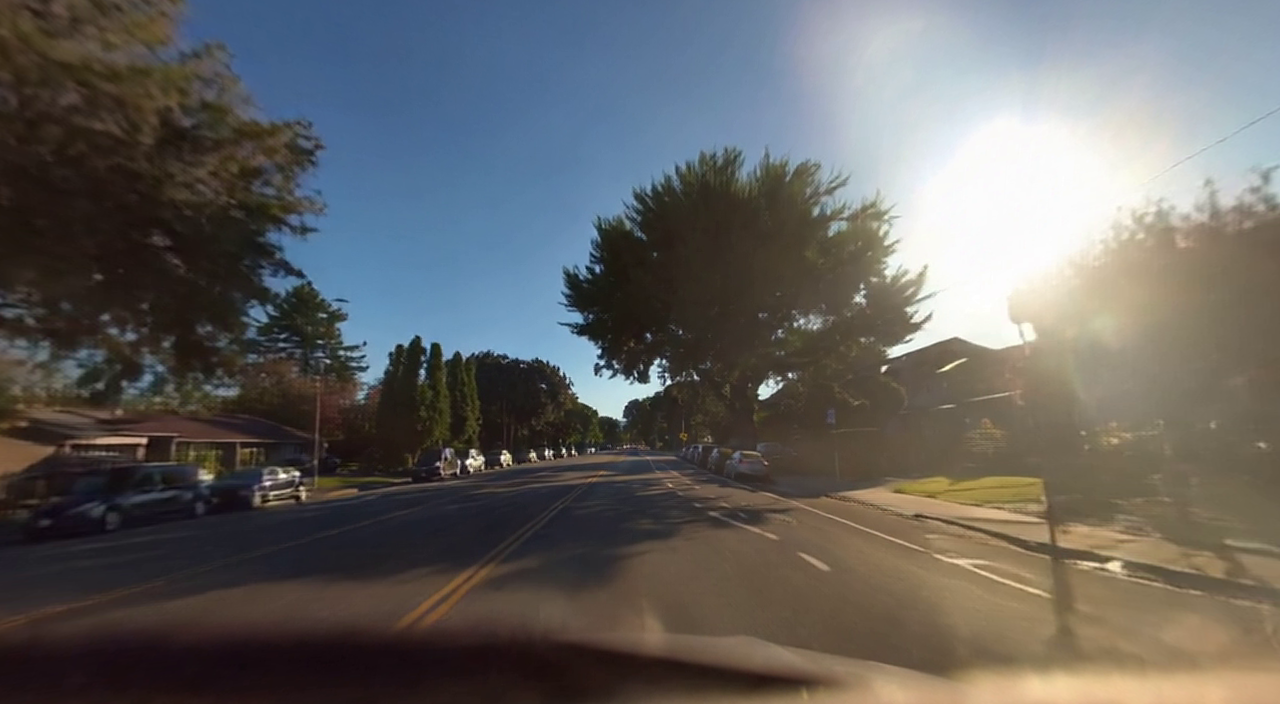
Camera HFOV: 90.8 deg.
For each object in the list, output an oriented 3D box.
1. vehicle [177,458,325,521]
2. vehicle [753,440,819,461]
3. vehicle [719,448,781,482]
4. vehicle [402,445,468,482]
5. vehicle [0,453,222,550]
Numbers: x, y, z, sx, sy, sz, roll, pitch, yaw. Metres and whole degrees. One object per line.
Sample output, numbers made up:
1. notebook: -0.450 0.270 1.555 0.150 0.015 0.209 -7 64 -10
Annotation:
1. vehicle: -12.180 4.287 20.211 1.872 1.472 4.719 -6 -9 -1
2. vehicle: 11.165 7.584 48.642 4.622 1.595 2.105 -1 -9 3
3. vehicle: 5.009 5.190 29.419 1.923 1.454 4.460 0 -9 -2
4. vehicle: -12.201 6.708 38.043 2.156 1.935 5.464 -3 -10 0
5. vehicle: -12.638 3.472 15.383 1.988 1.741 4.379 -7 -8 -2
